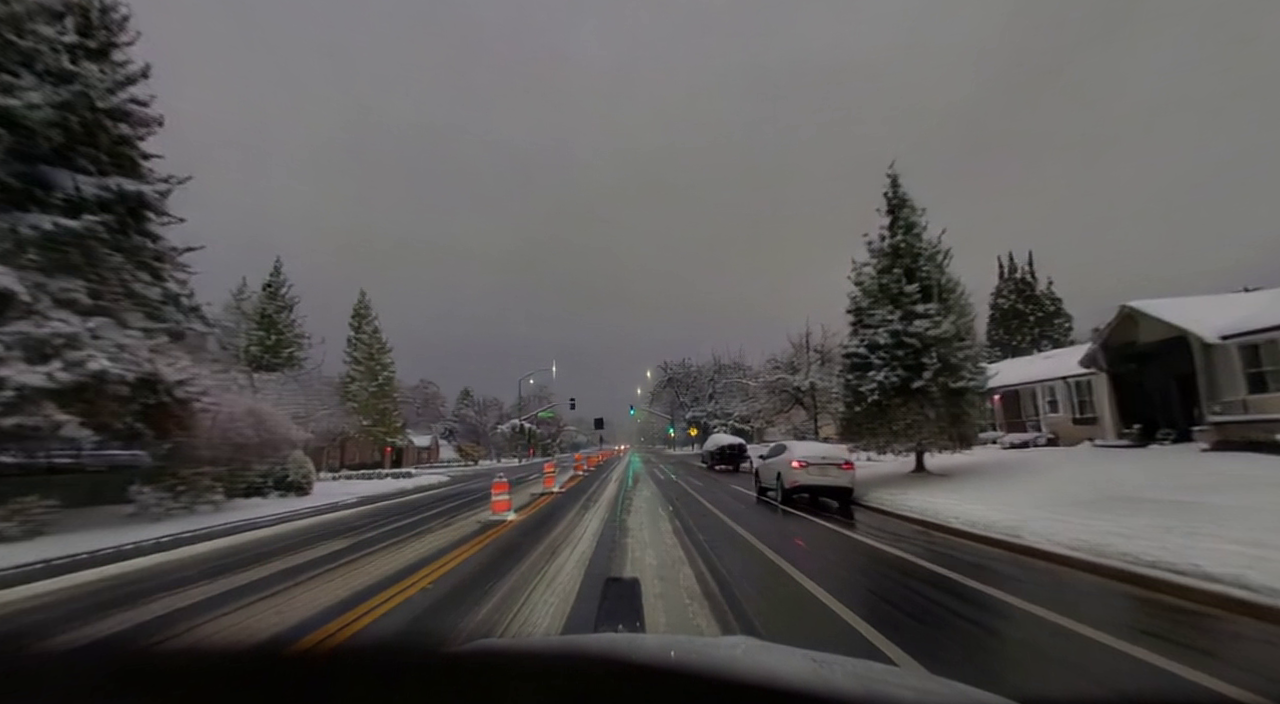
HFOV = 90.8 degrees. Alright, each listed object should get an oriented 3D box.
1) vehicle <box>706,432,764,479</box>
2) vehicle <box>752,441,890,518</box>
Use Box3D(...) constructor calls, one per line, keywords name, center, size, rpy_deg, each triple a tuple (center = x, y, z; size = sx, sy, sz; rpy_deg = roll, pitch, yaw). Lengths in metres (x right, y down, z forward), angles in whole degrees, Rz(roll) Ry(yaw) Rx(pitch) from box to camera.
Box3D(name="vehicle", center=(4.113, 4.557, 27.995), size=(2.241, 1.935, 3.270), rpy_deg=(-1, -9, 4))
Box3D(name="vehicle", center=(3.841, 2.775, 14.329), size=(1.870, 1.441, 4.539), rpy_deg=(-1, -9, 1))
